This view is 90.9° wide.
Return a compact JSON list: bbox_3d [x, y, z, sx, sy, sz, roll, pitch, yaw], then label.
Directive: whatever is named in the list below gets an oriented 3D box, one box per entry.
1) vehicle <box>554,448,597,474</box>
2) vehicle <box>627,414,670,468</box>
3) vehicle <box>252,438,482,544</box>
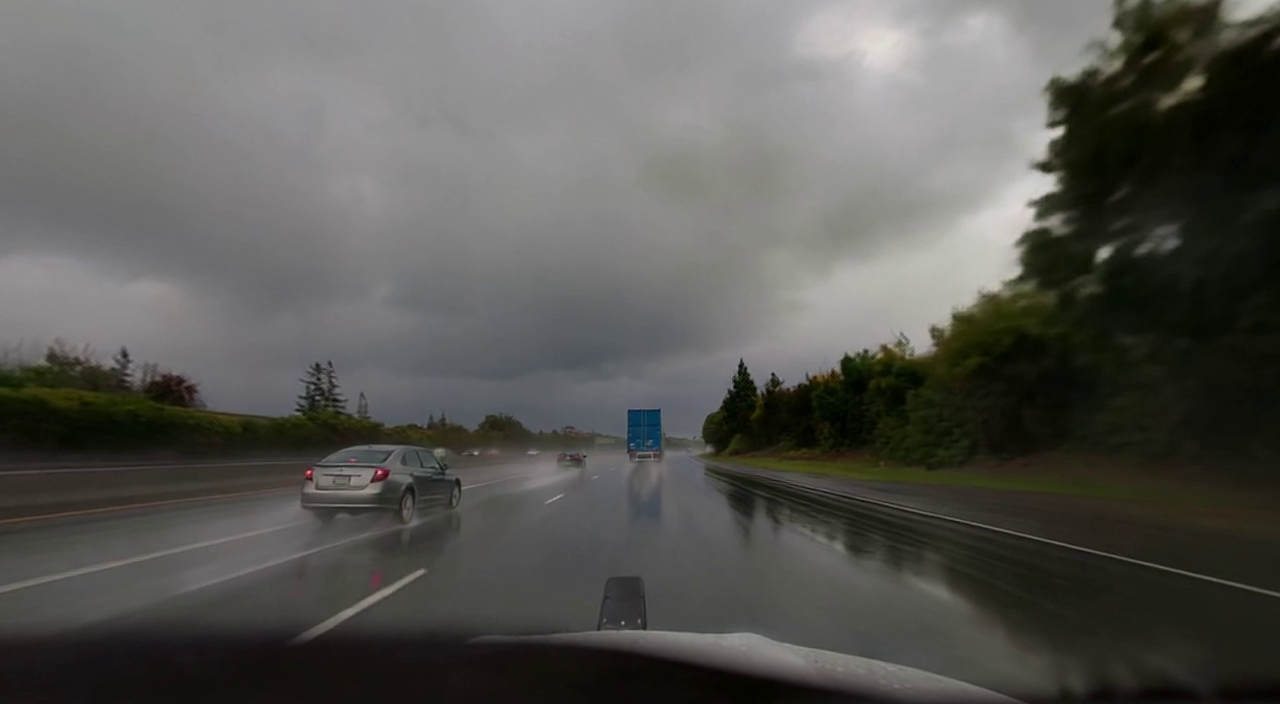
[{"bbox_3d":[-3.731,6.362,37.040,1.981,1.435,4.199,0,-9,1],"label":"vehicle"},{"bbox_3d":[0.551,6.738,47.213,2.893,3.628,9.081,0,-9,0],"label":"vehicle"},{"bbox_3d":[-4.366,2.286,11.031,2.010,1.461,4.391,0,-9,1],"label":"vehicle"}]
